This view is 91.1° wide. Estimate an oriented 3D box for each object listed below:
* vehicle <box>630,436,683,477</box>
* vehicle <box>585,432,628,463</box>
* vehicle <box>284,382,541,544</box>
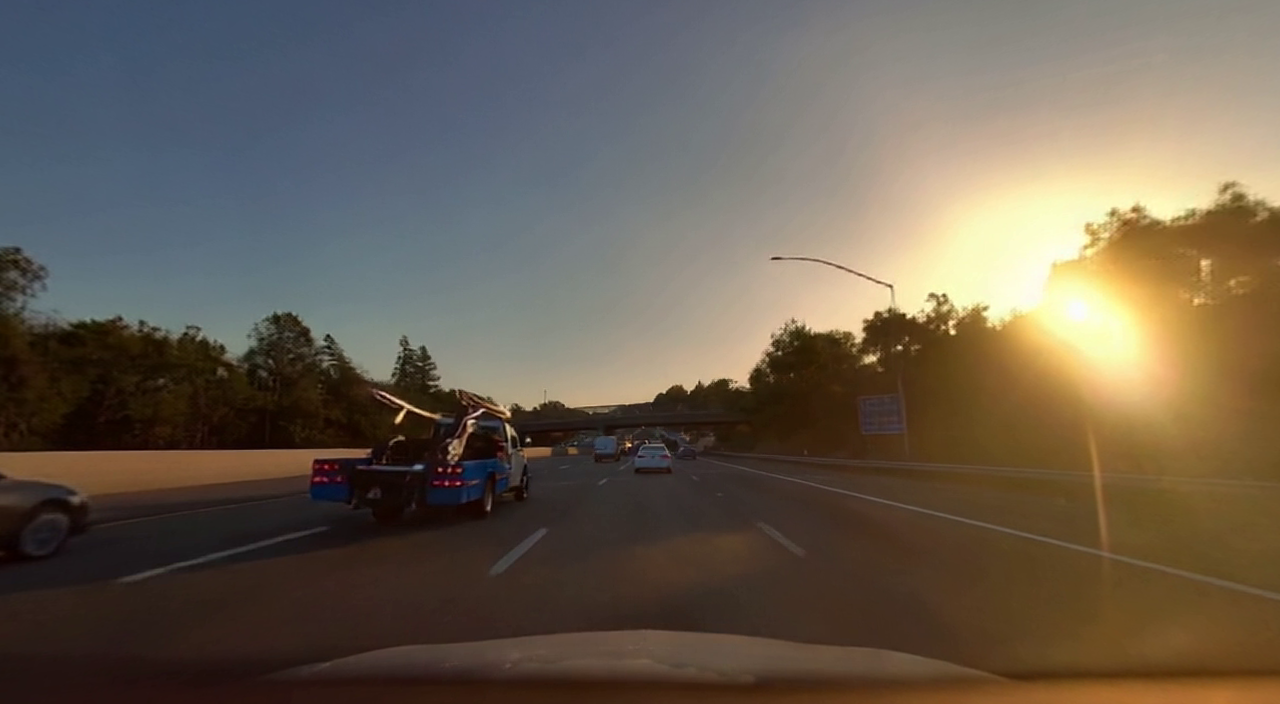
[{"bbox_3d":[0.686,4.561,27.611,2.165,1.653,4.456,0,-8,1],"label":"vehicle"},{"bbox_3d":[-2.391,7.073,46.547,2.526,2.146,5.594,0,-8,3],"label":"vehicle"},{"bbox_3d":[-3.351,1.818,10.870,2.292,2.070,5.532,0,-8,1],"label":"vehicle"}]
